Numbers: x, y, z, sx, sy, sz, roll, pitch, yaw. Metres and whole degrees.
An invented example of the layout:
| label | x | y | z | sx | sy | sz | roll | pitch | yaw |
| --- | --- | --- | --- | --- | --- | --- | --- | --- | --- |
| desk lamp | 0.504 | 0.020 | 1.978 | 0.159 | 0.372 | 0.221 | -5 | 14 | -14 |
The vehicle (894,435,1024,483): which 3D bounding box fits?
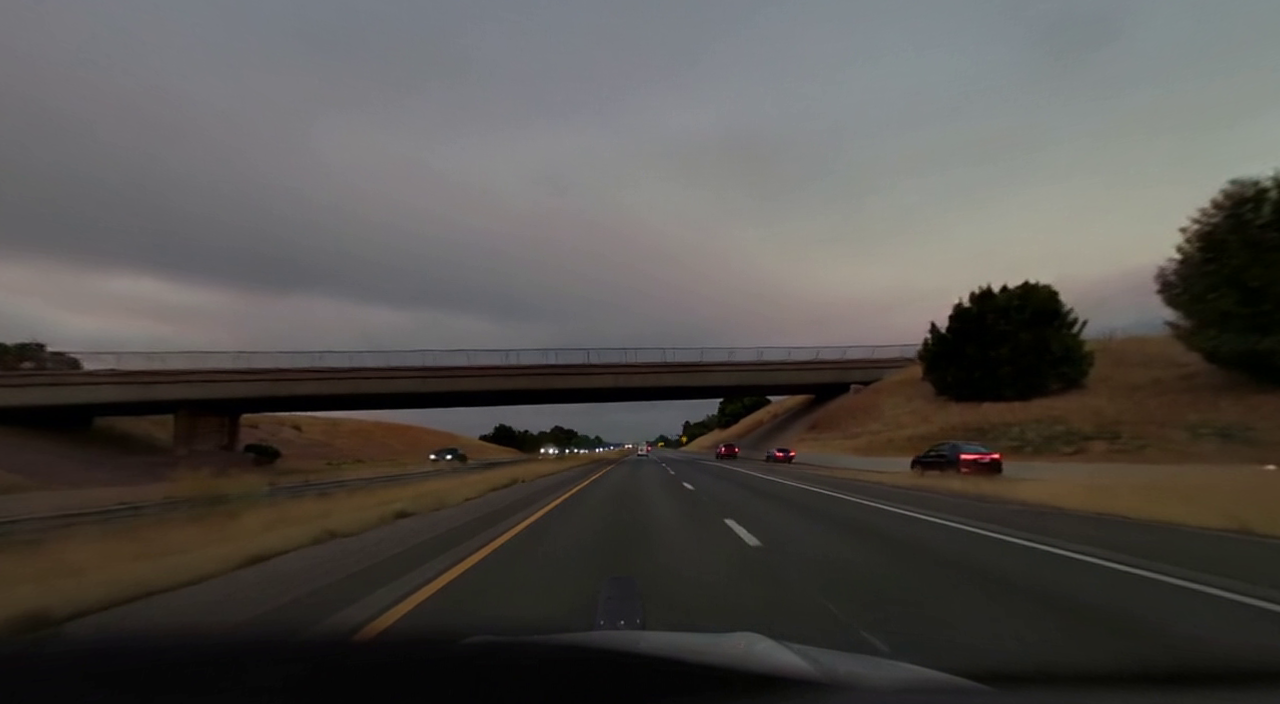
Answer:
| label | x | y | z | sx | sy | sz | roll | pitch | yaw |
| --- | --- | --- | --- | --- | --- | --- | --- | --- | --- |
| vehicle | 15.586 | 5.240 | 31.137 | 2.533 | 2.111 | 5.525 | 2 | -9 | -16 |
